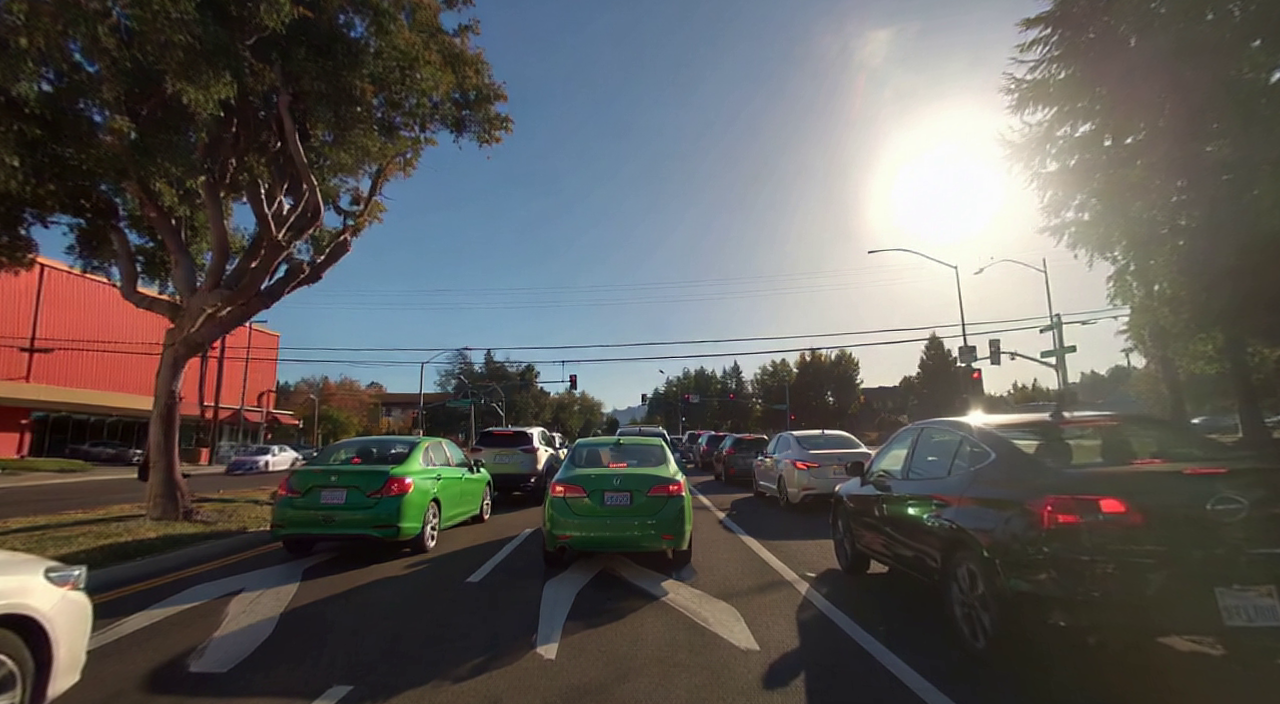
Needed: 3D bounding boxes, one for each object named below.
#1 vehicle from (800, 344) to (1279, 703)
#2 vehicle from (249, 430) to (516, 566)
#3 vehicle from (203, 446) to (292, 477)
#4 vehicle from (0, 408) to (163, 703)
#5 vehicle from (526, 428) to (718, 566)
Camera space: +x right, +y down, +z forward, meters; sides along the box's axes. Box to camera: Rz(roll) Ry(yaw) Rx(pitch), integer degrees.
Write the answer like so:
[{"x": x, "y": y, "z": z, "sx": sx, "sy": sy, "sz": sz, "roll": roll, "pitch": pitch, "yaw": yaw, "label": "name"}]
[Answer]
[{"x": 3.001, "y": 1.151, "z": 4.853, "sx": 2.196, "sy": 1.676, "sz": 4.865, "roll": 0, "pitch": -8, "yaw": -1, "label": "vehicle"}, {"x": -3.200, "y": 1.887, "z": 8.947, "sx": 1.917, "sy": 1.441, "sz": 4.128, "roll": -1, "pitch": -8, "yaw": 2, "label": "vehicle"}, {"x": -20.311, "y": 5.659, "z": 32.941, "sx": 2.075, "sy": 1.445, "sz": 4.597, "roll": 1, "pitch": -8, "yaw": -6, "label": "vehicle"}, {"x": -3.359, "y": 0.715, "z": 0.826, "sx": 1.863, "sy": 1.448, "sz": 4.697, "roll": 0, "pitch": -8, "yaw": -1, "label": "vehicle"}, {"x": -0.201, "y": 1.838, "z": 8.722, "sx": 2.041, "sy": 1.450, "sz": 3.847, "roll": 0, "pitch": -8, "yaw": 0, "label": "vehicle"}]
